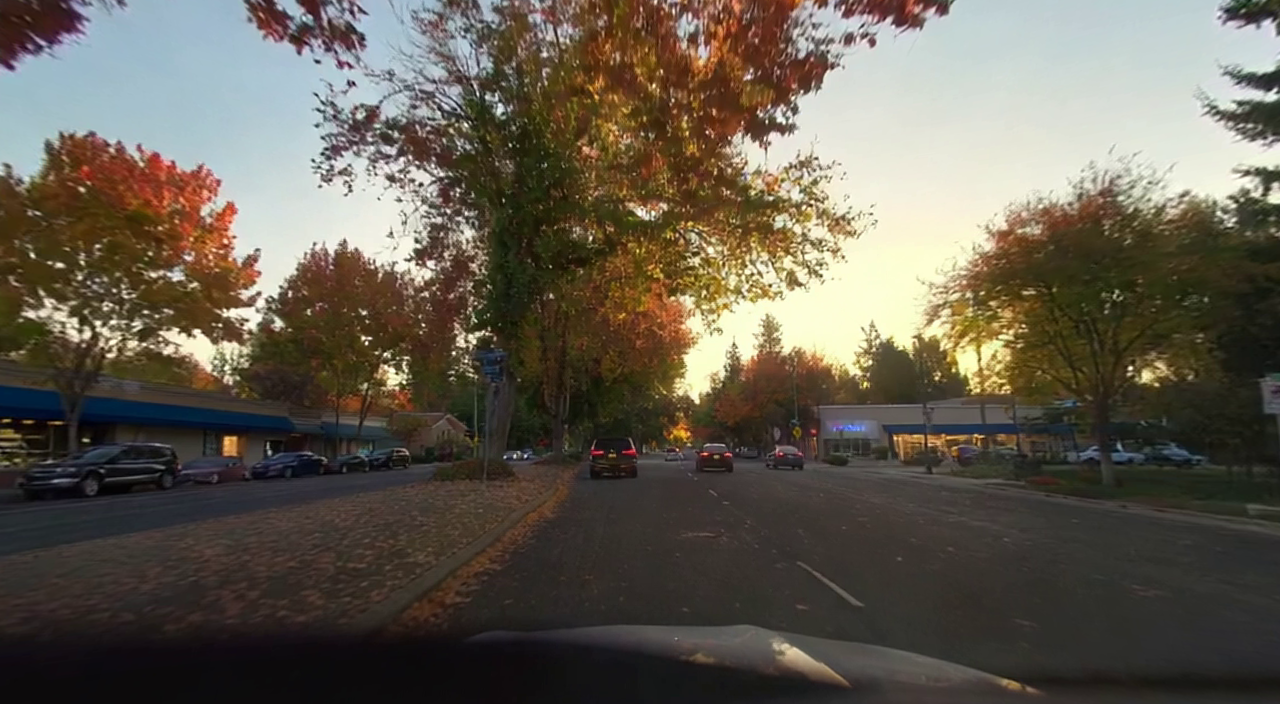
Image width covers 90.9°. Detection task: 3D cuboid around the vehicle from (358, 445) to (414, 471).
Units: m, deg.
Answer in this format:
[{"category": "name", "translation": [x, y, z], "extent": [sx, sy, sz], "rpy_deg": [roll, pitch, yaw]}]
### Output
[{"category": "vehicle", "translation": [-18.684, 7.795, 46.661], "extent": [1.914, 1.785, 5.408], "rpy_deg": [0, -8, 0]}]

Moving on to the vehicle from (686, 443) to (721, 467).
[{"category": "vehicle", "translation": [4.137, 6.826, 41.950], "extent": [1.886, 1.464, 4.290], "rpy_deg": [0, -8, 0]}]

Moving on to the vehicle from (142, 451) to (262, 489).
[{"category": "vehicle", "translation": [-19.110, 5.143, 27.828], "extent": [1.985, 1.463, 4.603], "rpy_deg": [0, -8, 0]}]

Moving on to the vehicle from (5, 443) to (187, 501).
[{"category": "vehicle", "translation": [-19.018, 4.172, 22.460], "extent": [2.160, 1.801, 4.860], "rpy_deg": [0, -8, -1]}]

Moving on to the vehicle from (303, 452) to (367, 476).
[{"category": "vehicle", "translation": [-18.772, 6.899, 38.983], "extent": [1.737, 1.349, 4.014], "rpy_deg": [0, -8, 3]}]

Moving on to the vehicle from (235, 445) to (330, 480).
[{"category": "vehicle", "translation": [-18.993, 5.873, 33.818], "extent": [2.137, 1.723, 4.850], "rpy_deg": [0, -8, 2]}]

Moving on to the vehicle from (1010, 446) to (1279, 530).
[{"category": "vehicle", "translation": [10.556, 2.795, 13.714], "extent": [2.092, 1.473, 4.813], "rpy_deg": [0, -8, 0]}]

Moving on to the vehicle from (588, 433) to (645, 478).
[{"category": "vehicle", "translation": [-1.143, 4.607, 28.356], "extent": [2.344, 1.863, 4.665], "rpy_deg": [1, -8, -5]}]

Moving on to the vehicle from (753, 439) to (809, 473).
[{"category": "vehicle", "translation": [7.710, 5.721, 34.984], "extent": [2.040, 1.738, 4.414], "rpy_deg": [0, -8, 0]}]
